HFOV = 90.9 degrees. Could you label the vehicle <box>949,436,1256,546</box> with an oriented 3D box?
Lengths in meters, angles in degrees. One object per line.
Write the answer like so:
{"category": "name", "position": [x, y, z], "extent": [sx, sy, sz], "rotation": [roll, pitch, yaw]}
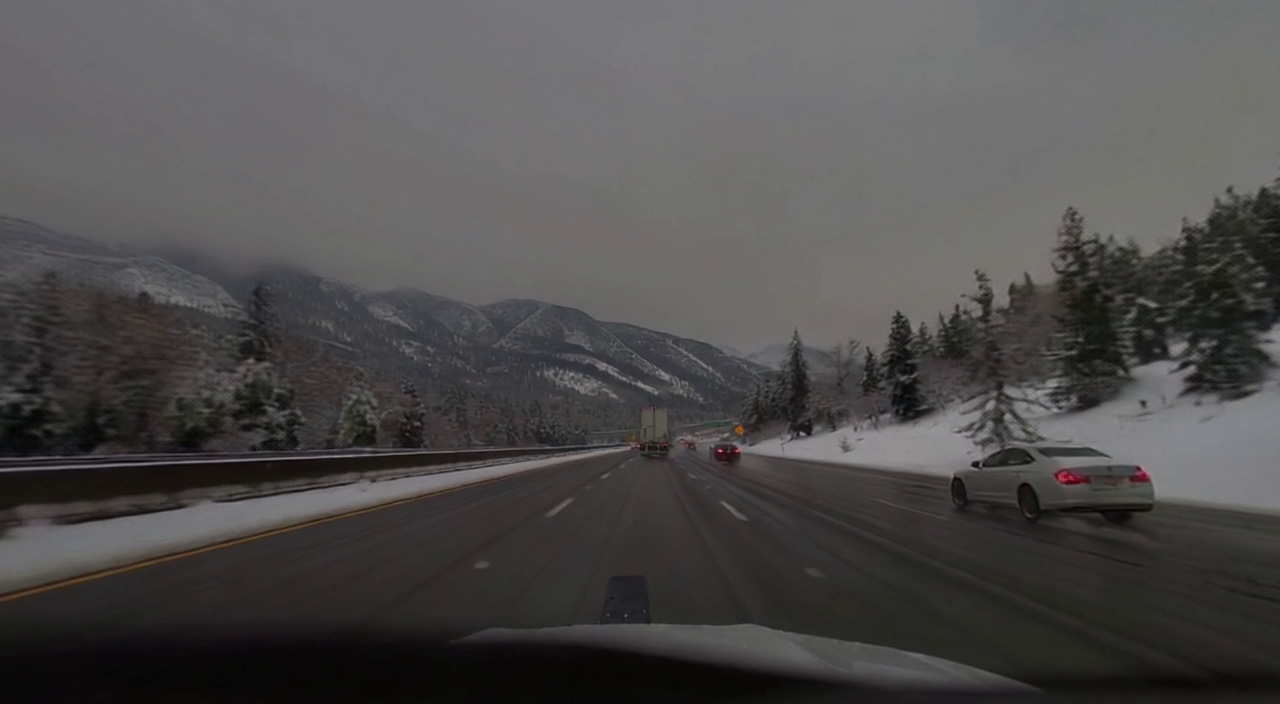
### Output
{"category": "vehicle", "position": [7.236, 2.180, 10.582], "extent": [1.982, 1.440, 4.171], "rotation": [0, -8, 0]}

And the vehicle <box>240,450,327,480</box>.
{"category": "vehicle", "position": [-19.152, 6.056, 34.102], "extent": [1.956, 1.472, 4.506], "rotation": [0, -9, 2]}

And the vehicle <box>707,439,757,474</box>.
{"category": "vehicle", "position": [4.472, 5.157, 31.255], "extent": [1.880, 1.624, 3.941], "rotation": [0, -8, 0]}

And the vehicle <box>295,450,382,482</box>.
{"category": "vehicle", "position": [-15.207, 5.744, 32.074], "extent": [2.011, 1.473, 4.649], "rotation": [0, -9, 2]}
